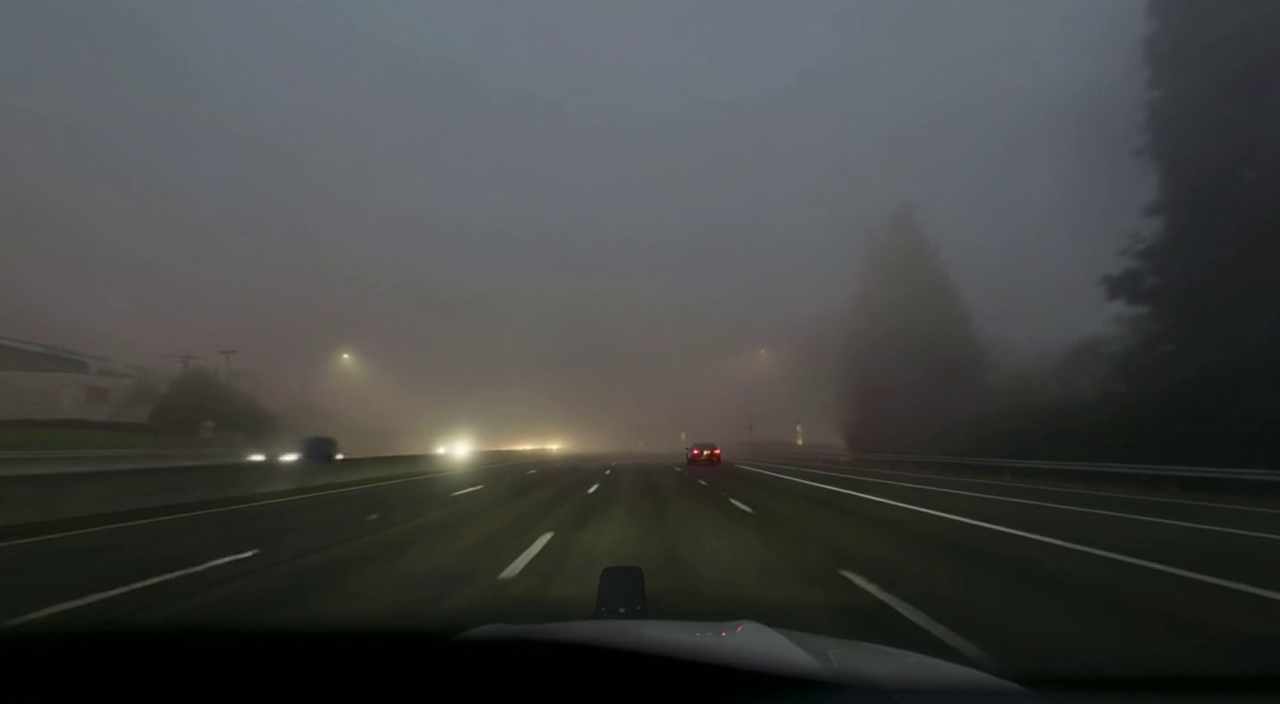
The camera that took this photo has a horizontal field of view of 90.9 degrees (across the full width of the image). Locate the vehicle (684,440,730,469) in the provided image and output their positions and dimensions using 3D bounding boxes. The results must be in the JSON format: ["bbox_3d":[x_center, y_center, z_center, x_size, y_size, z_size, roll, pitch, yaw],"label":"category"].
[{"bbox_3d":[3.667,5.696,35.197,1.926,1.477,4.025,0,-8,-2],"label":"vehicle"}]

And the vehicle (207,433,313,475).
[{"bbox_3d":[-16.632,4.480,27.910,2.018,1.703,4.295,0,-8,-1],"label":"vehicle"}]
